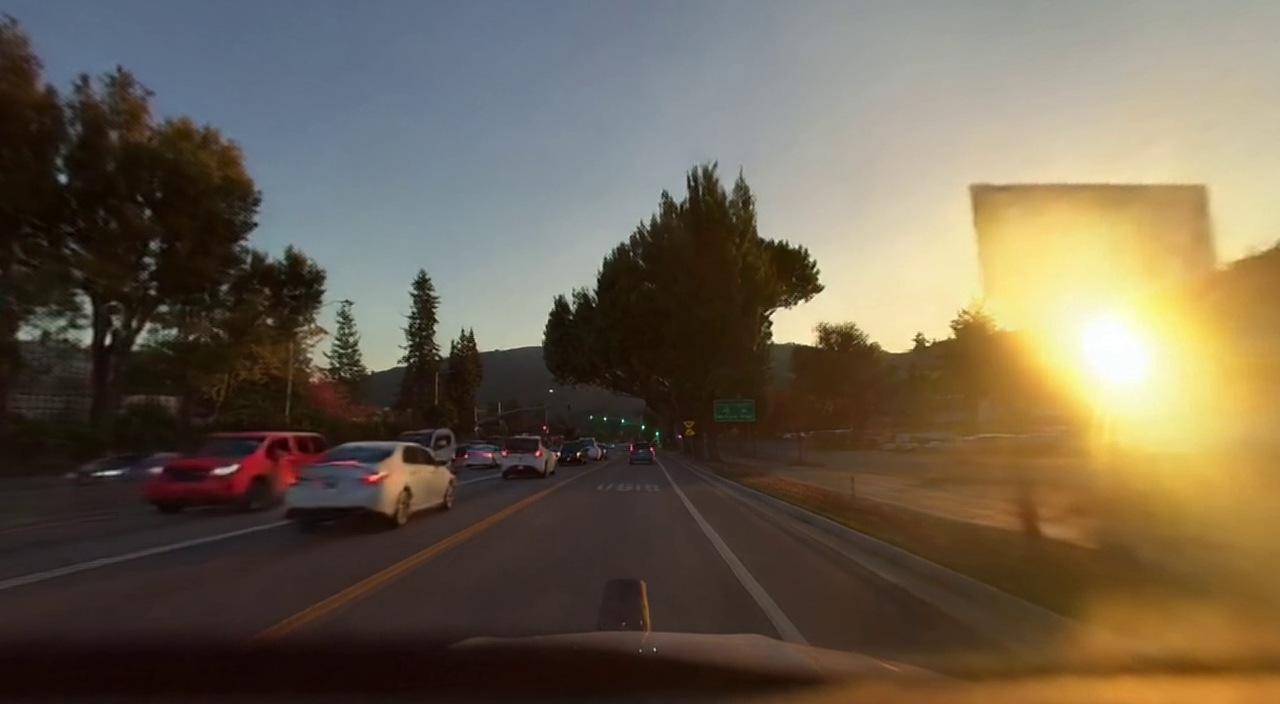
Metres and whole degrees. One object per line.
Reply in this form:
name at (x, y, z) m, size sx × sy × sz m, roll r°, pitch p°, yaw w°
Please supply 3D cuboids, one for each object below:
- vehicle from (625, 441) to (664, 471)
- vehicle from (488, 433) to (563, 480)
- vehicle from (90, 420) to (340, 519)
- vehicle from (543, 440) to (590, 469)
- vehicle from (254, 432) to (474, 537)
vehicle at (0.220, 5.358, 32.643) m, size 1.875 × 1.453 × 3.888 m, roll 0°, pitch -8°, yaw 0°
vehicle at (-4.477, 4.156, 25.314) m, size 2.042 × 1.713 × 4.493 m, roll -1°, pitch -8°, yaw 2°
vehicle at (-8.397, 2.357, 13.146) m, size 1.959 × 1.668 × 4.557 m, roll -1°, pitch -8°, yaw 1°
vehicle at (-4.079, 5.770, 35.714) m, size 2.121 × 1.485 × 4.363 m, roll 0°, pitch -8°, yaw 0°
vehicle at (-4.532, 2.214, 11.175) m, size 2.068 × 1.480 × 4.039 m, roll 0°, pitch -8°, yaw 0°
